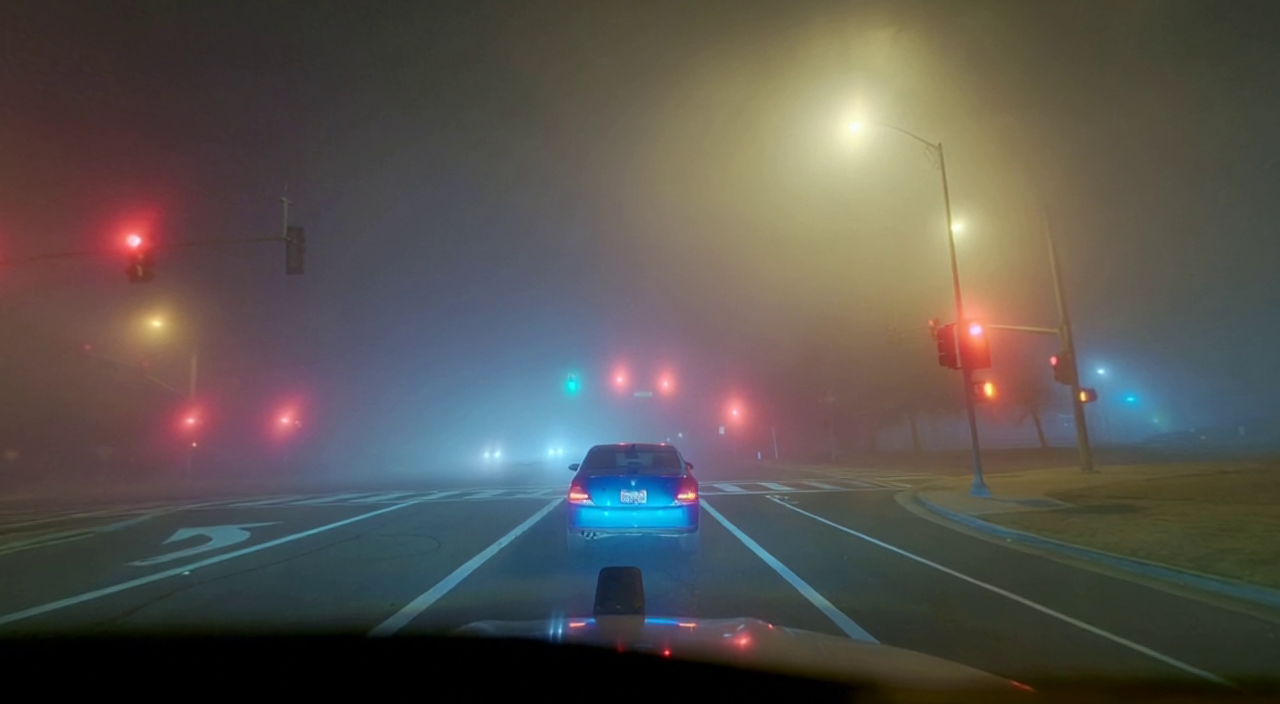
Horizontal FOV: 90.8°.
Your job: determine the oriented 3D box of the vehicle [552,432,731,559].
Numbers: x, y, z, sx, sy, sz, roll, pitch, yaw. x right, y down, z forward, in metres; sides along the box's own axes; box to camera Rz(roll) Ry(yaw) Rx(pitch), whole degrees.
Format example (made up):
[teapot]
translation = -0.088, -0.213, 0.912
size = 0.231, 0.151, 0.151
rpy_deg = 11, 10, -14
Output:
[vehicle]
translation = -0.018, 1.997, 9.505
size = 2.107, 1.470, 3.974
rpy_deg = 0, -9, -1
